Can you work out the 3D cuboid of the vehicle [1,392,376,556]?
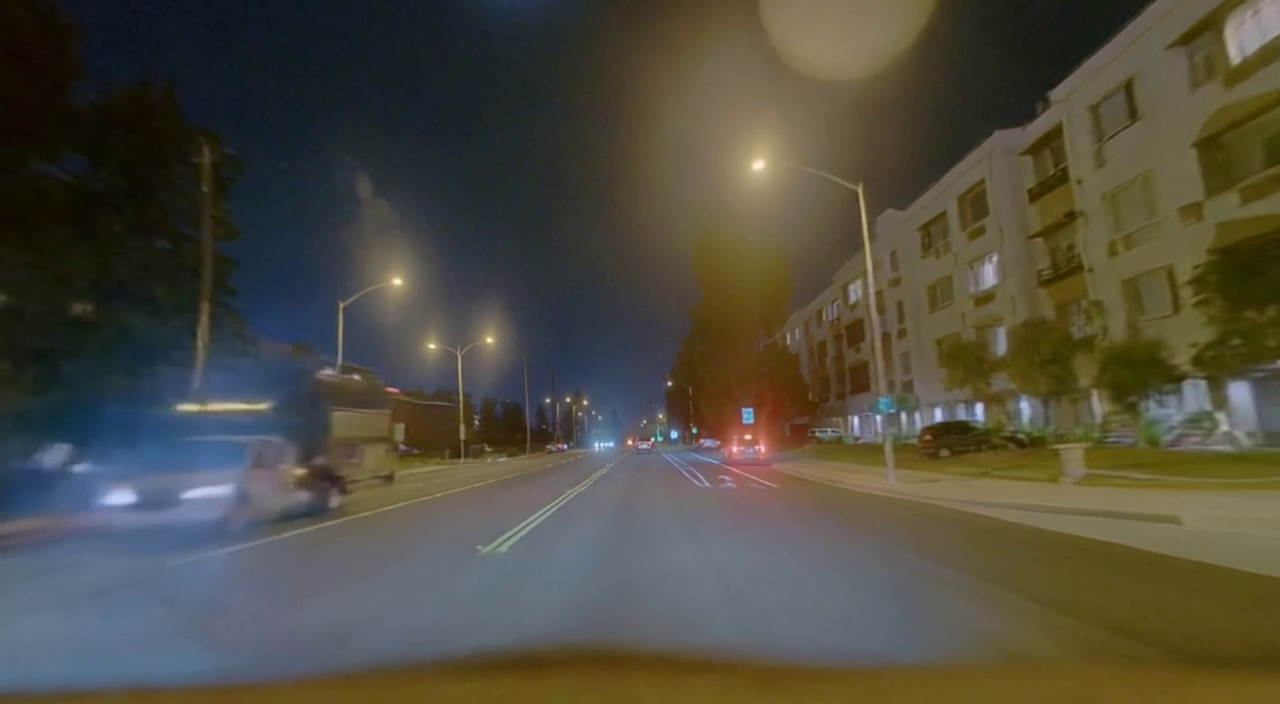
[{"bbox_3d":[-7.652,2.160,11.977,2.413,2.267,6.252,0,-8,1],"label":"vehicle"}]

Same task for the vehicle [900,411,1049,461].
[{"bbox_3d":[13.400,3.398,25.347,4.674,1.557,2.288,-4,-8,-6],"label":"vehicle"}]

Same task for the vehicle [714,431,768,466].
[{"bbox_3d":[5.395,5.217,34.125,2.140,1.739,4.721,0,-8,0],"label":"vehicle"}]
